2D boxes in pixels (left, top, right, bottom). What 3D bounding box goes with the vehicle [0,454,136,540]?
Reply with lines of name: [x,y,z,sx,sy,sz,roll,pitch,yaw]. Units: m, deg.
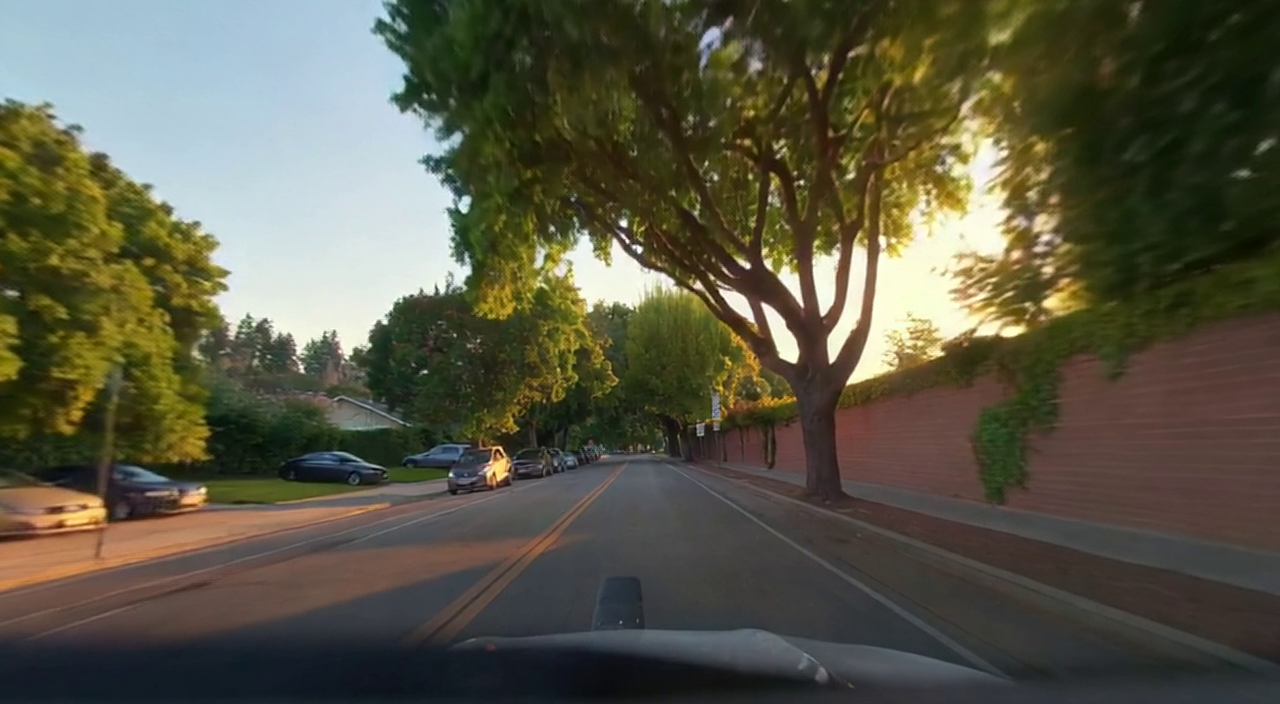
vehicle: [-13.481,2.970,13.301,3.947,1.584,2.016,1,-9,1]

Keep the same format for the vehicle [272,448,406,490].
vehicle: [-13.524,5.253,28.577,4.991,1.692,1.960,1,-8,1]

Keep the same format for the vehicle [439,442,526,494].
vehicle: [-6.247,4.629,25.863,2.109,1.847,5.553,0,-8,0]
